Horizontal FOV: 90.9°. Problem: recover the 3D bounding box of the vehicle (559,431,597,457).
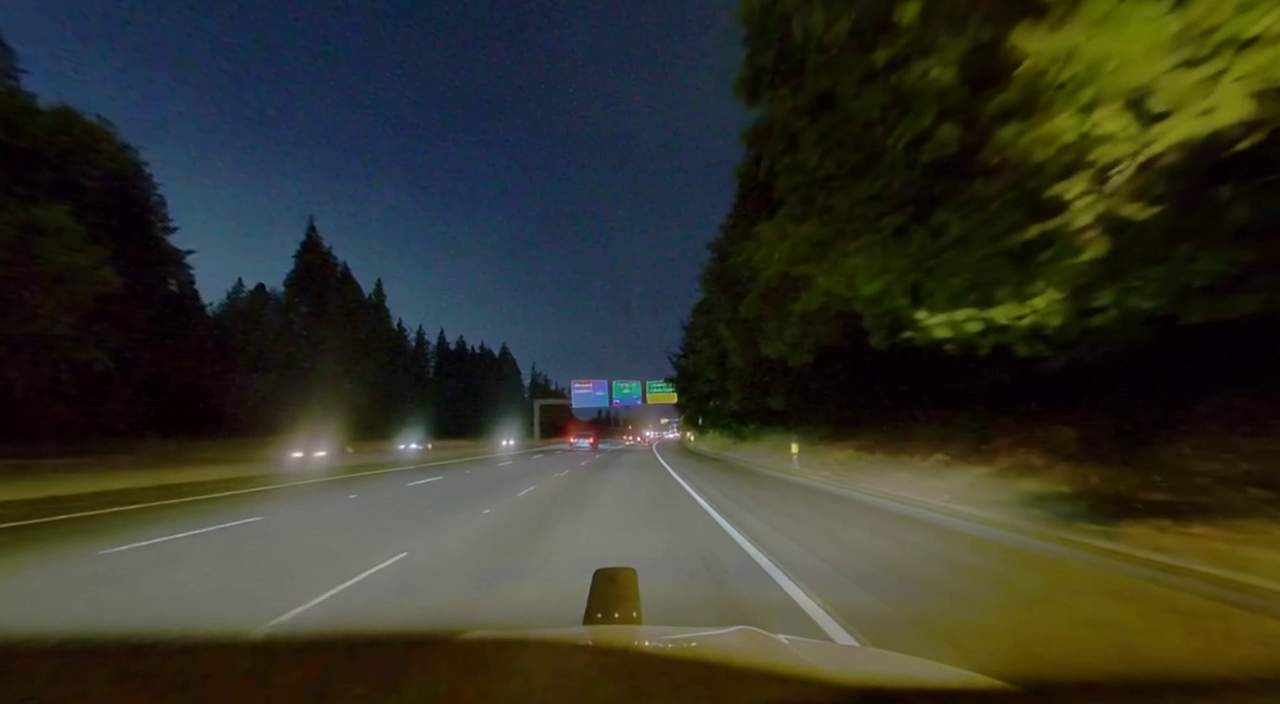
[{"bbox_3d":[-4.028,6.070,41.743,2.052,1.626,4.514,0,-8,1],"label":"vehicle"}]
